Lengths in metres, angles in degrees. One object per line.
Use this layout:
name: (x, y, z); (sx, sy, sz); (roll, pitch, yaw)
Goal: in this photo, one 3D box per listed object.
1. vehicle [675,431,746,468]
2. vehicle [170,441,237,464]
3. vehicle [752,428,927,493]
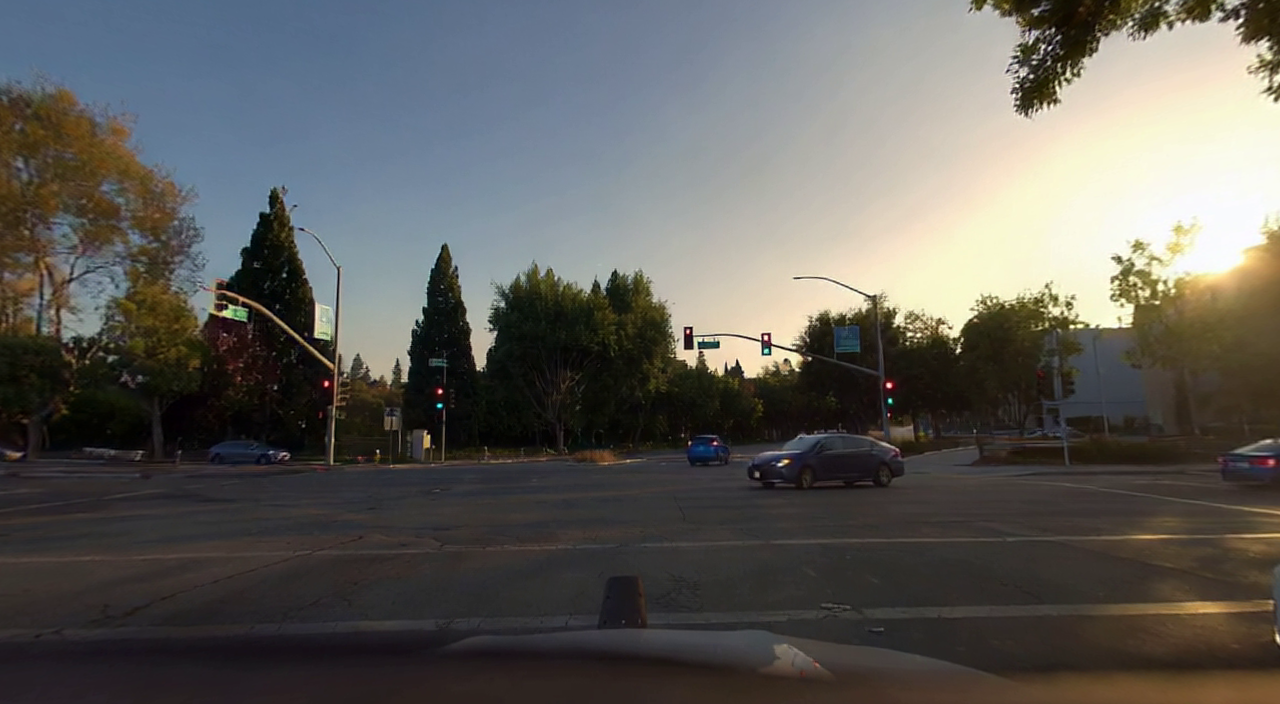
vehicle: (3.760, 5.100, 32.933); (1.994, 1.753, 4.346); (-5, -10, 31)
vehicle: (-29.139, 6.690, 42.021); (1.696, 1.431, 3.686); (0, -8, 3)
vehicle: (5.996, 3.254, 19.119); (4.580, 1.768, 2.134); (2, -9, -15)
